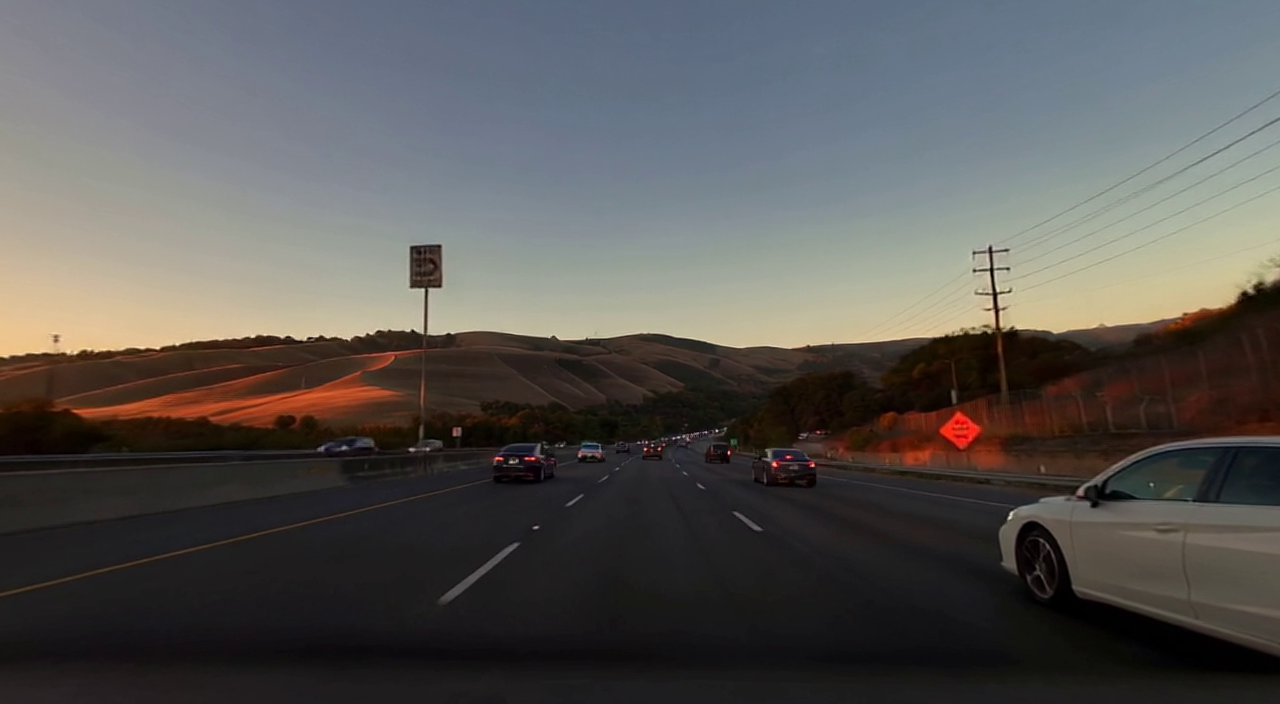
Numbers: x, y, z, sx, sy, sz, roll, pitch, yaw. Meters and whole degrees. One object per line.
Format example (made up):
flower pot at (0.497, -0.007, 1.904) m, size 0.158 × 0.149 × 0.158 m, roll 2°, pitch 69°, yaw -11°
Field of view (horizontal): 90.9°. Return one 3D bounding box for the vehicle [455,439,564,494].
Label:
vehicle at (-3.698, 3.343, 18.774) m, size 2.232 × 1.438 × 4.163 m, roll -1°, pitch -8°, yaw 2°

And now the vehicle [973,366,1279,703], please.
vehicle at (3.851, 0.924, 2.965) m, size 2.018 × 1.670 × 4.658 m, roll 0°, pitch -8°, yaw 0°

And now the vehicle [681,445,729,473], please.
vehicle at (3.544, 5.953, 35.313) m, size 2.177 × 1.453 × 4.205 m, roll 0°, pitch -8°, yaw -1°

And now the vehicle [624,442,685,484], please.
vehicle at (0.537, 4.268, 24.606) m, size 2.138 × 1.473 × 4.392 m, roll 0°, pitch -8°, yaw 1°

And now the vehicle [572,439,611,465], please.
vehicle at (-3.275, 6.897, 43.537) m, size 2.234 × 1.675 × 4.527 m, roll -1°, pitch -8°, yaw 1°

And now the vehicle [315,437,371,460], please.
vehicle at (-21.244, 6.915, 45.306) m, size 1.976 × 1.559 × 3.997 m, roll -1°, pitch -8°, yaw 2°

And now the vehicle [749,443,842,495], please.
vehicle at (4.857, 3.691, 20.329) m, size 1.867 × 1.465 × 4.093 m, roll 0°, pitch -8°, yaw -1°
